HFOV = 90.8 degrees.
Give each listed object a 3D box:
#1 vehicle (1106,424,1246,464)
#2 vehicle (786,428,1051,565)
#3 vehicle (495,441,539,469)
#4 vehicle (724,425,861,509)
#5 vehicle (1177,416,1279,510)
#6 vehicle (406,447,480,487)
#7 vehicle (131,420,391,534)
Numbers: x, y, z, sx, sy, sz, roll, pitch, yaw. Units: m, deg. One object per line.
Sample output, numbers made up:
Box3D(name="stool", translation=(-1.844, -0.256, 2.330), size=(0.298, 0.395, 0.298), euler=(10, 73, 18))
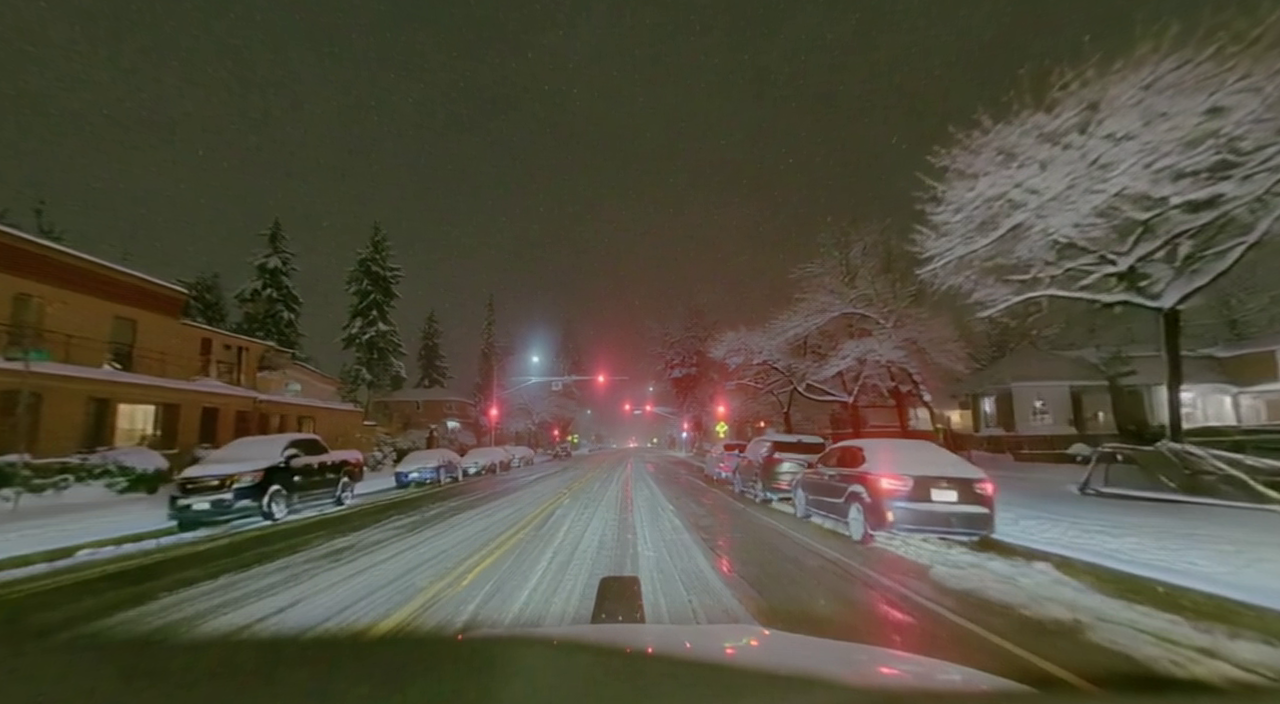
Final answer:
Box3D(name="vehicle", translation=(24.932, 4.306, 29.530), size=(4.599, 1.759, 2.060), euler=(0, -9, 0))
Box3D(name="vehicle", translation=(3.628, 1.941, 9.258), size=(1.809, 1.513, 4.264), euler=(0, -9, -2))
Box3D(name="vehicle", translation=(-8.287, 6.990, 43.004), size=(2.007, 1.773, 4.759), euler=(0, -9, 0))
Box3D(name="vehicle", translation=(3.475, 2.725, 15.391), size=(2.077, 1.715, 4.505), euler=(0, -9, -2))
Box3D(name="vehicle", translation=(12.681, 1.879, 11.420), size=(4.326, 1.524, 1.715), euler=(-3, -8, -2))
Box3D(name="vehicle", translation=(-8.151, 4.760, 26.556), size=(1.860, 1.476, 4.594), euler=(0, -9, -3))
Box3D(name="vehicle", translation=(-7.858, 2.635, 14.093), size=(2.420, 2.004, 5.615), euler=(0, -9, -2))
